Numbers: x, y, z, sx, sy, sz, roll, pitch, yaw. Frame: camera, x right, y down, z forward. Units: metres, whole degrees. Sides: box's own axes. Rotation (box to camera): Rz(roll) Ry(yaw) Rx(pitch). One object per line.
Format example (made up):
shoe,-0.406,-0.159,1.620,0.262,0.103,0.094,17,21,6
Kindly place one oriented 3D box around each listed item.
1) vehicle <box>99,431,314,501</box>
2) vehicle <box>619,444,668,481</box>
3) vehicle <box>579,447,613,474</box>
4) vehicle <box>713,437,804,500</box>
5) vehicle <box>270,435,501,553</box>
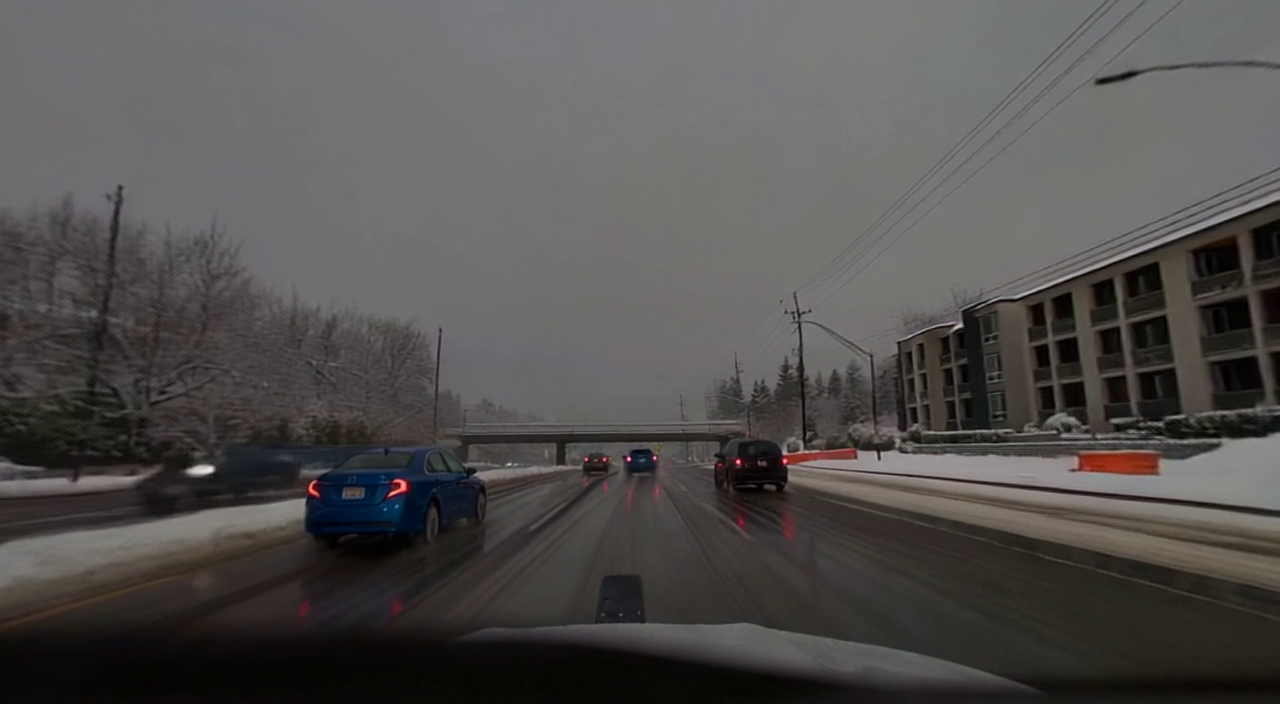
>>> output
vehicle,-10.323,2.738,15.622,2.057,1.472,4.526,0,-8,1
vehicle,0.139,5.489,31.732,2.291,1.714,4.217,0,-8,0
vehicle,-3.181,7.950,46.578,2.190,1.832,4.417,0,-8,1
vehicle,3.685,3.673,20.443,2.029,1.797,4.218,0,-8,-1
vehicle,-3.700,2.117,10.180,1.968,1.473,4.209,0,-8,0
